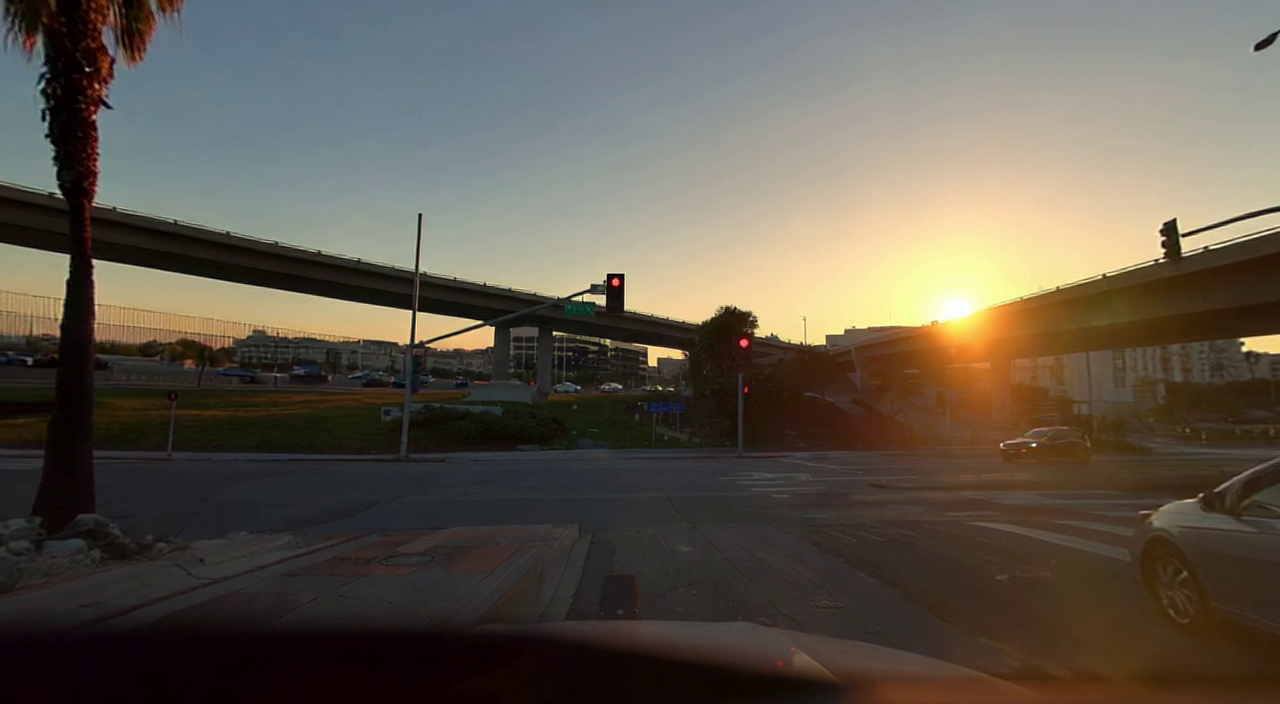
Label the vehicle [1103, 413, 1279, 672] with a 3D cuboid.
[{"bbox_3d":[4.557,0.994,2.919,1.959,1.485,4.628,-2,-9,10],"label":"vehicle"}]
